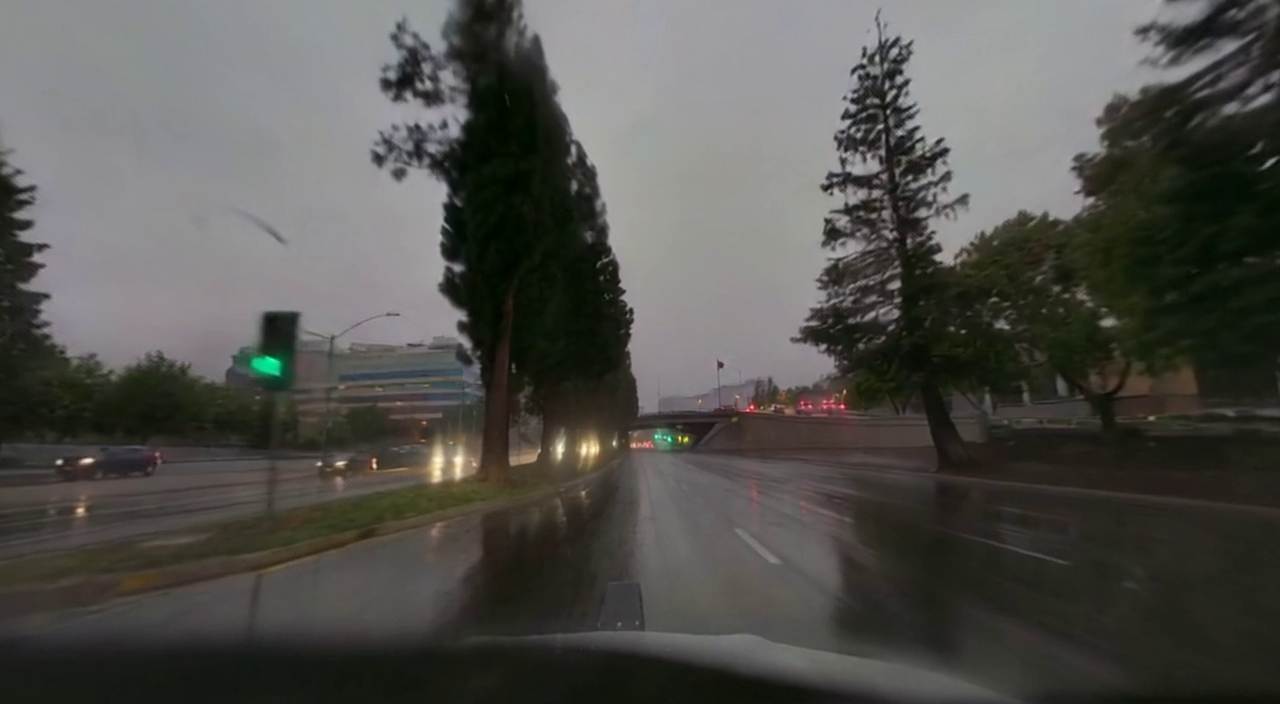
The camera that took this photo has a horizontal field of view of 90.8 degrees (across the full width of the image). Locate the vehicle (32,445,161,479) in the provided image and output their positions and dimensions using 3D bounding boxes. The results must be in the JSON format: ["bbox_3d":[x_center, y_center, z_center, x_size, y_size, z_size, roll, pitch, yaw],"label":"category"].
[{"bbox_3d":[-30.649,6.164,35.834,1.915,1.768,5.060,-5,-10,30],"label":"vehicle"}]

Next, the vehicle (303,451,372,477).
[{"bbox_3d":[-19.047,7.055,39.993,2.001,1.468,4.746,0,-8,0],"label":"vehicle"}]
